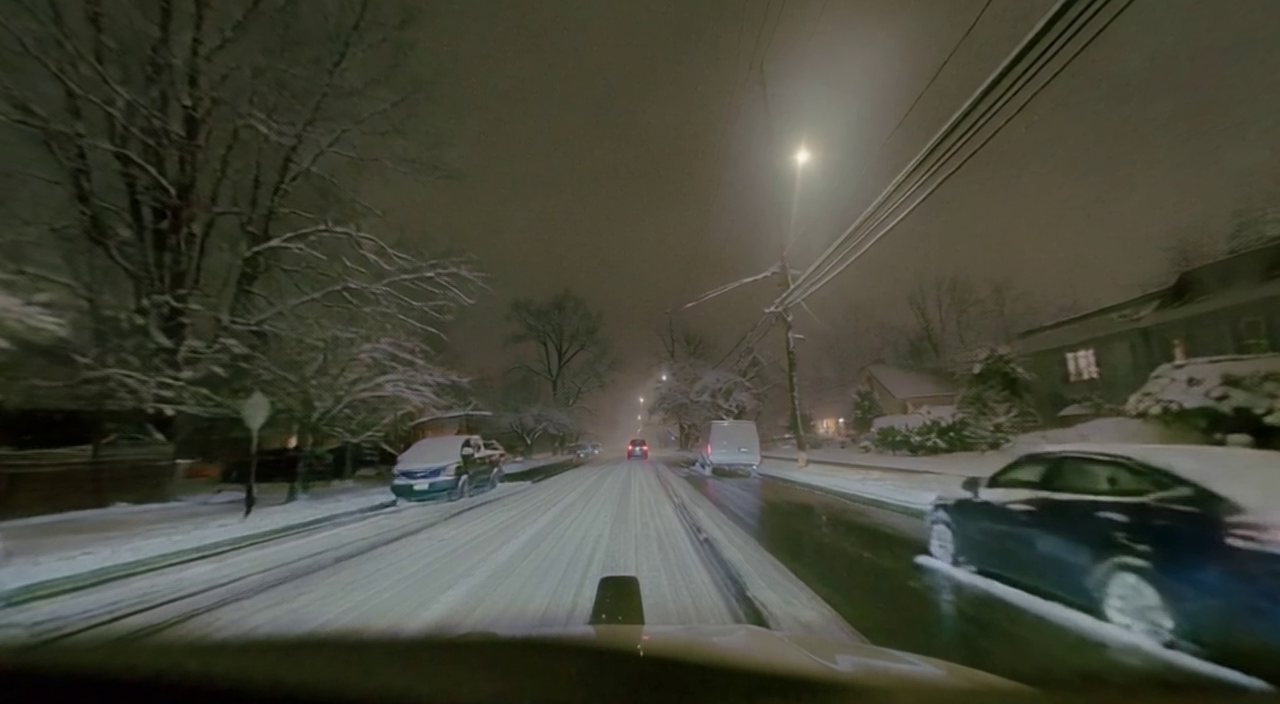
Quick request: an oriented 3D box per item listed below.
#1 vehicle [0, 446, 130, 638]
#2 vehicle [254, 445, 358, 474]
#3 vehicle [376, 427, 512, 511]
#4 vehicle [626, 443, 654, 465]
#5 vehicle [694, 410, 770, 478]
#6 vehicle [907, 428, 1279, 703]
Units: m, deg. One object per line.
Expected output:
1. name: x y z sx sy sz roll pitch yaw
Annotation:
1. vehicle: -5.983 1.354 3.274 2.094 1.433 5.740 -3 -7 -2
2. vehicle: -19.968 6.419 37.982 5.310 1.547 1.820 3 -9 -26
3. vehicle: -5.895 3.497 19.966 2.284 2.119 5.984 -3 -7 1
4. vehicle: -0.003 7.790 48.420 2.062 1.509 4.305 0 -8 0
5. vehicle: 4.068 4.238 29.127 2.384 2.791 5.899 0 -8 -2
6. vehicle: 4.040 1.331 4.856 1.879 1.395 4.374 0 -8 -3
